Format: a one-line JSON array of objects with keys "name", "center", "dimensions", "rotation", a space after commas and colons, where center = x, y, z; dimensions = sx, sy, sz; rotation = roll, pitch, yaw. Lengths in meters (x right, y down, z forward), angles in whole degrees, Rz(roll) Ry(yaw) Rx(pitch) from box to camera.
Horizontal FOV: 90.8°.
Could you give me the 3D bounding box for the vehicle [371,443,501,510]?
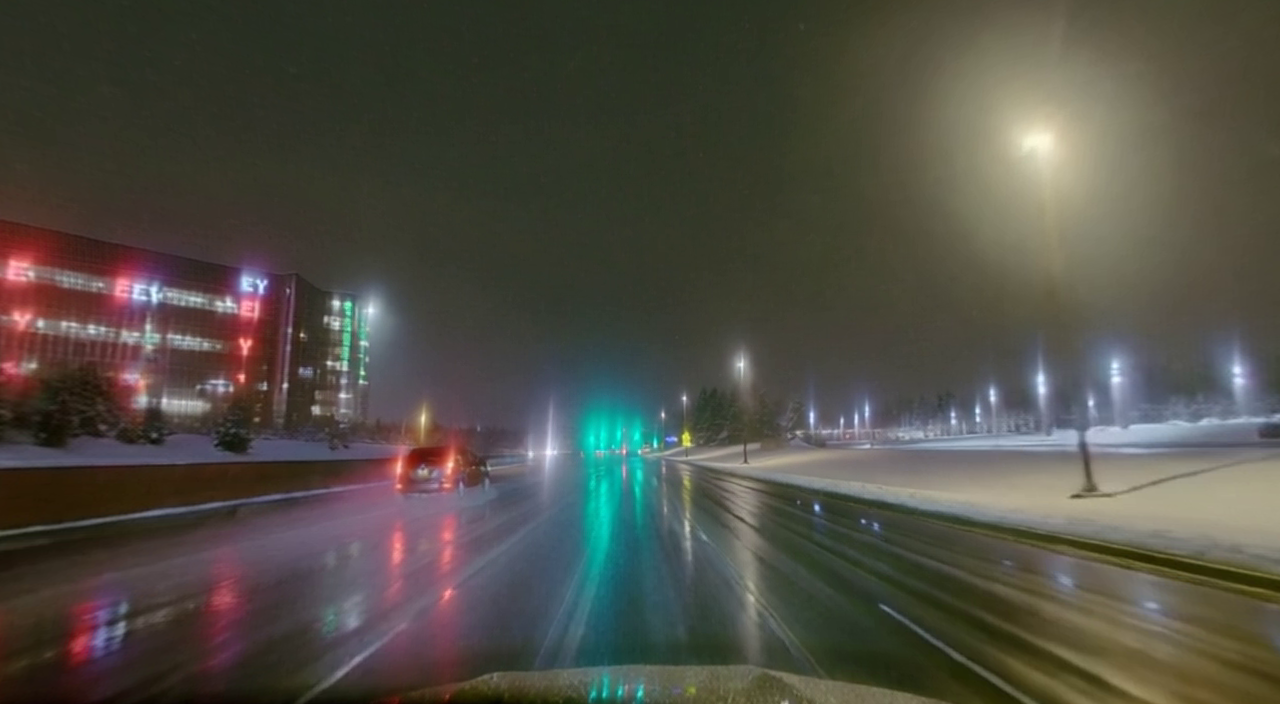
[{"name": "vehicle", "center": [-5.123, 3.154, 16.510], "dimensions": [1.943, 1.510, 4.201], "rotation": [0, -9, 1]}]
